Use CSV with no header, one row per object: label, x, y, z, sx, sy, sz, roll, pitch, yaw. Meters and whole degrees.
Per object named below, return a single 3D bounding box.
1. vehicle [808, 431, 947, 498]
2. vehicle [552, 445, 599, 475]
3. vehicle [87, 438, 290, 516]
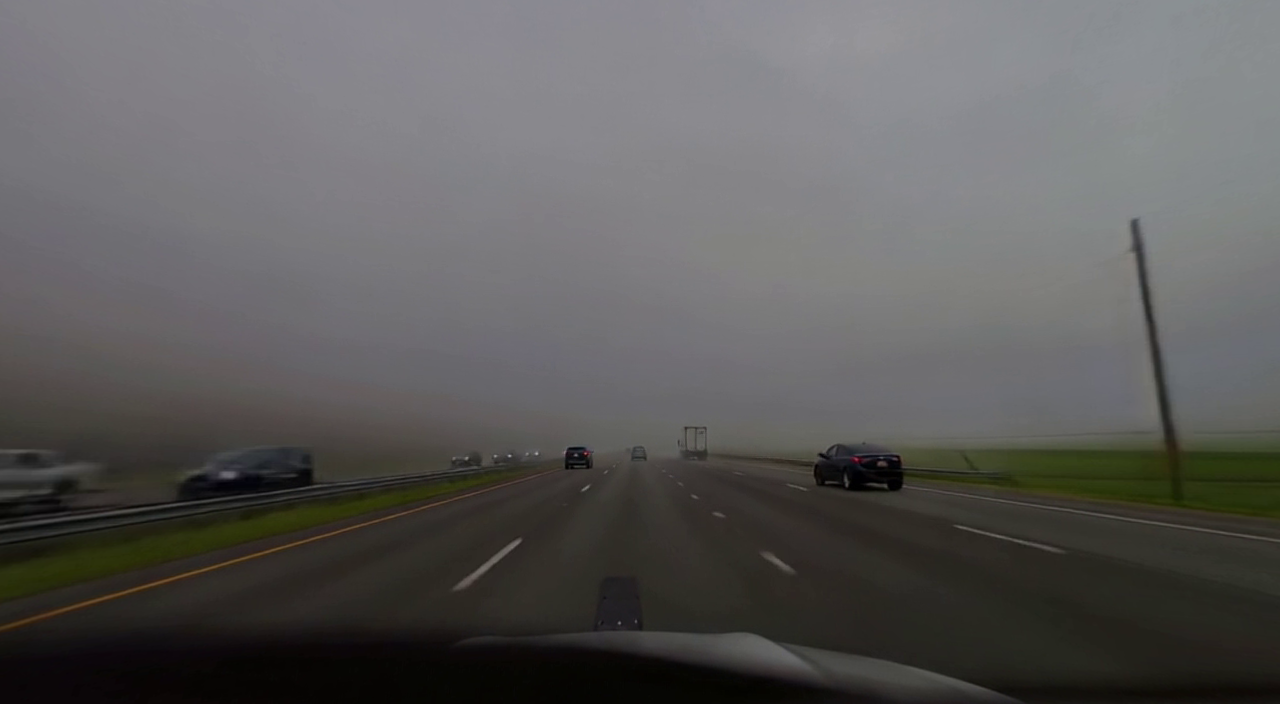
vehicle,6.523,3.142,17.987,2.069,1.625,4.832,0,-9,0
vehicle,-3.531,5.987,35.161,2.160,1.530,4.500,0,-9,-1
vehicle,-11.223,3.099,16.136,1.911,1.688,4.421,0,-9,0
